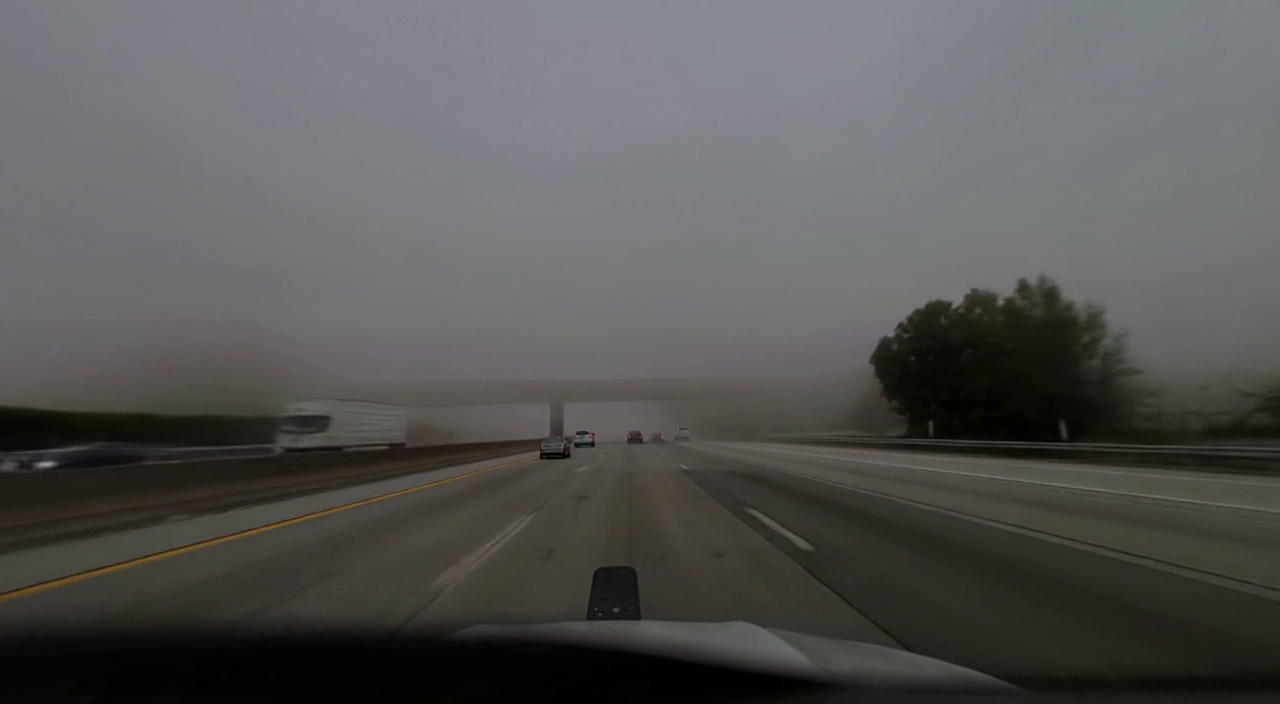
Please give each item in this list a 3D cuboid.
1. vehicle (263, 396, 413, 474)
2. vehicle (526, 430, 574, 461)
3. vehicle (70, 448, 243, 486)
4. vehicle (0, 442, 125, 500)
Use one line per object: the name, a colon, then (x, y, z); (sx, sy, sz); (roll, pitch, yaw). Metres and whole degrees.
vehicle: (-13.372, 3.805, 28.916); (2.867, 3.047, 8.034); (0, -8, 0)
vehicle: (-4.597, 4.805, 32.641); (1.933, 1.473, 4.023); (0, -8, -1)
vehicle: (-17.624, 4.214, 23.467); (2.187, 1.138, 5.521); (0, -8, -1)
vehicle: (-17.452, 3.320, 18.021); (1.752, 1.452, 4.406); (0, -8, -1)
